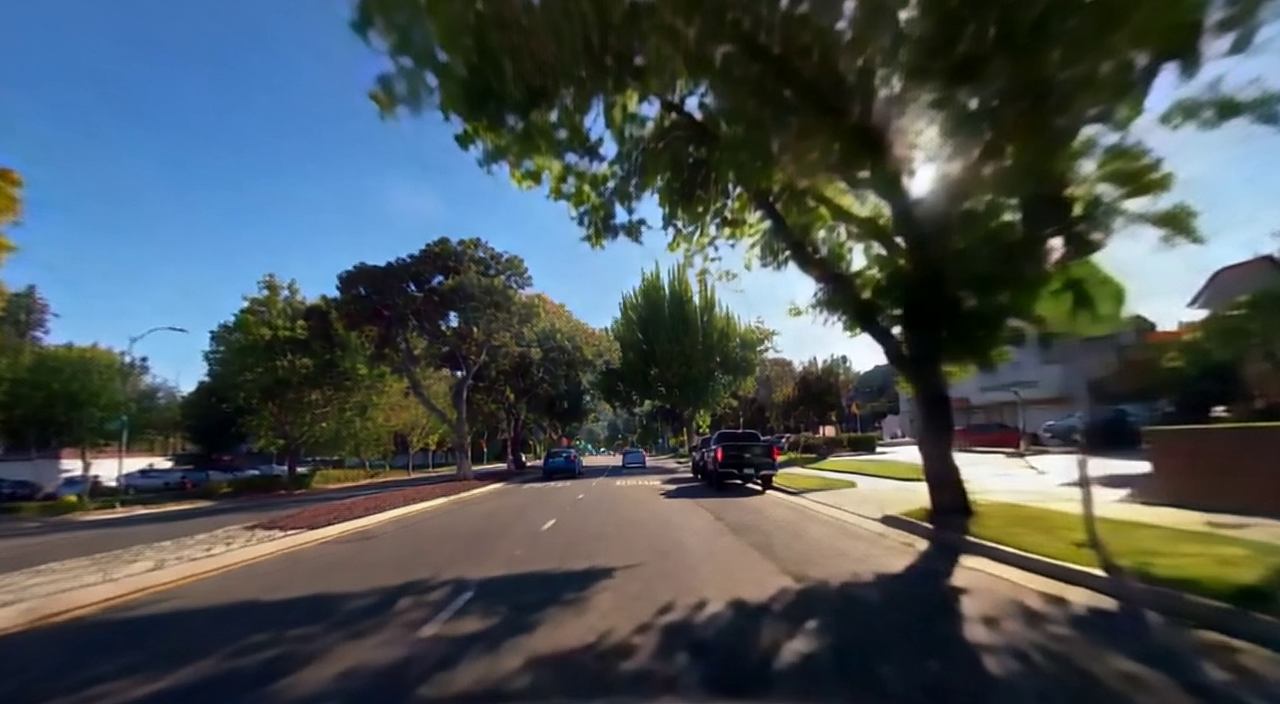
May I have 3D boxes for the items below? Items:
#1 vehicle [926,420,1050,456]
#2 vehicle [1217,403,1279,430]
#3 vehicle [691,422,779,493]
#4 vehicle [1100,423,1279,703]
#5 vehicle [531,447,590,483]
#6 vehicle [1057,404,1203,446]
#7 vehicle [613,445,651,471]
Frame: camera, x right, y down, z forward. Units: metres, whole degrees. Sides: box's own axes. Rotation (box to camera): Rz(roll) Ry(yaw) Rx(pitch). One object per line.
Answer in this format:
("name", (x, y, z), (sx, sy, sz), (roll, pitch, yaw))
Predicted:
("vehicle", (15.731, 3.952, 28.723), (1.881, 1.477, 4.617), (4, -10, -27))
("vehicle", (39.466, 4.216, 40.655), (1.826, 1.445, 4.549), (-9, -11, 26))
("vehicle", (2.961, 3.471, 20.986), (2.072, 2.017, 5.590), (0, -9, 0))
("vehicle", (3.145, 0.629, 0.314), (2.076, 1.479, 4.754), (-4, -9, -2))
("vehicle", (-3.501, 5.058, 28.545), (2.083, 1.460, 4.527), (0, -9, 0))
("vehicle", (21.953, 3.380, 28.466), (2.031, 1.732, 4.653), (3, -9, -23))
("vehicle", (-0.472, 6.352, 37.860), (2.187, 1.478, 4.138), (0, -9, -1))
